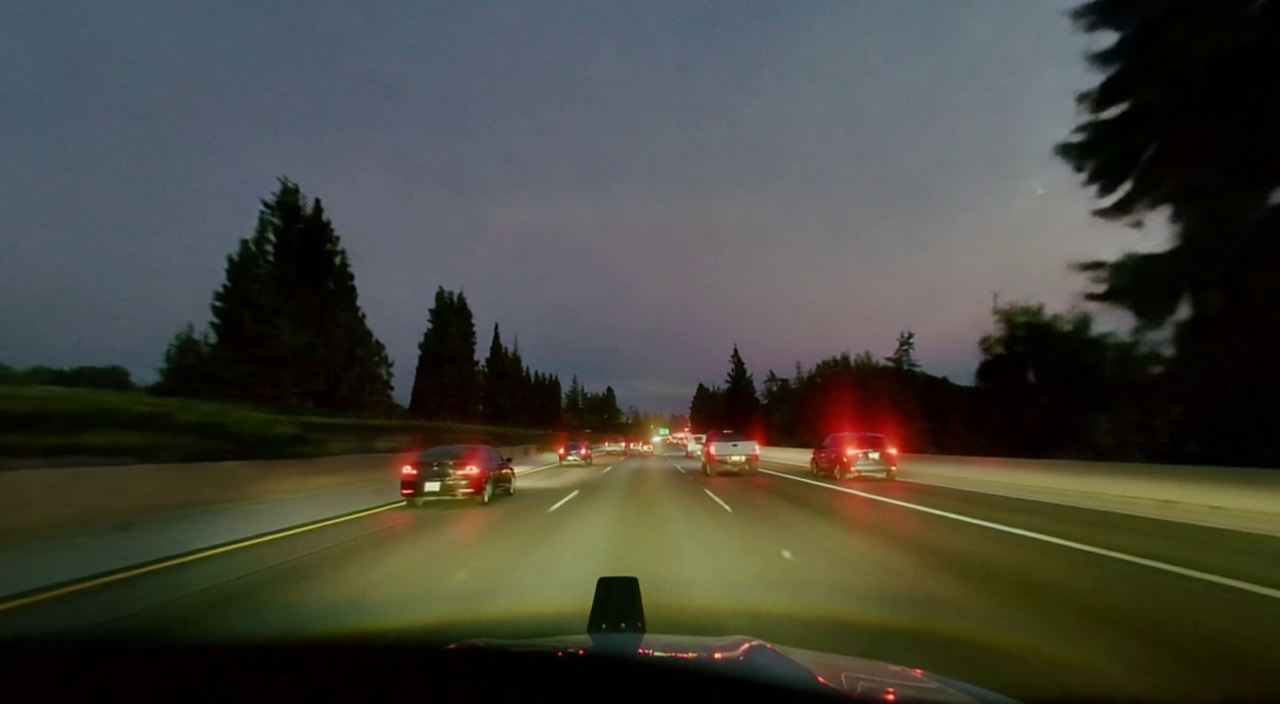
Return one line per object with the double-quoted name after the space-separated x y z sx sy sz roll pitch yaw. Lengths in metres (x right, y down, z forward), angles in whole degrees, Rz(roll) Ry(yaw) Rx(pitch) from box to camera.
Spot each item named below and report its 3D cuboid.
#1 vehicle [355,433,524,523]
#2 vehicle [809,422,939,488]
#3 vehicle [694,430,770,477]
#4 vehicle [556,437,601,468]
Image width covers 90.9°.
-3.735 2.419 12.642 1.978 1.473 4.073 0 -9 1 "vehicle"
7.826 3.529 21.873 2.291 1.968 5.662 0 -9 0 "vehicle"
4.058 4.610 28.943 2.517 1.935 5.552 0 -9 -1 "vehicle"
-3.402 5.625 35.475 2.020 1.628 4.248 0 -8 1 "vehicle"
